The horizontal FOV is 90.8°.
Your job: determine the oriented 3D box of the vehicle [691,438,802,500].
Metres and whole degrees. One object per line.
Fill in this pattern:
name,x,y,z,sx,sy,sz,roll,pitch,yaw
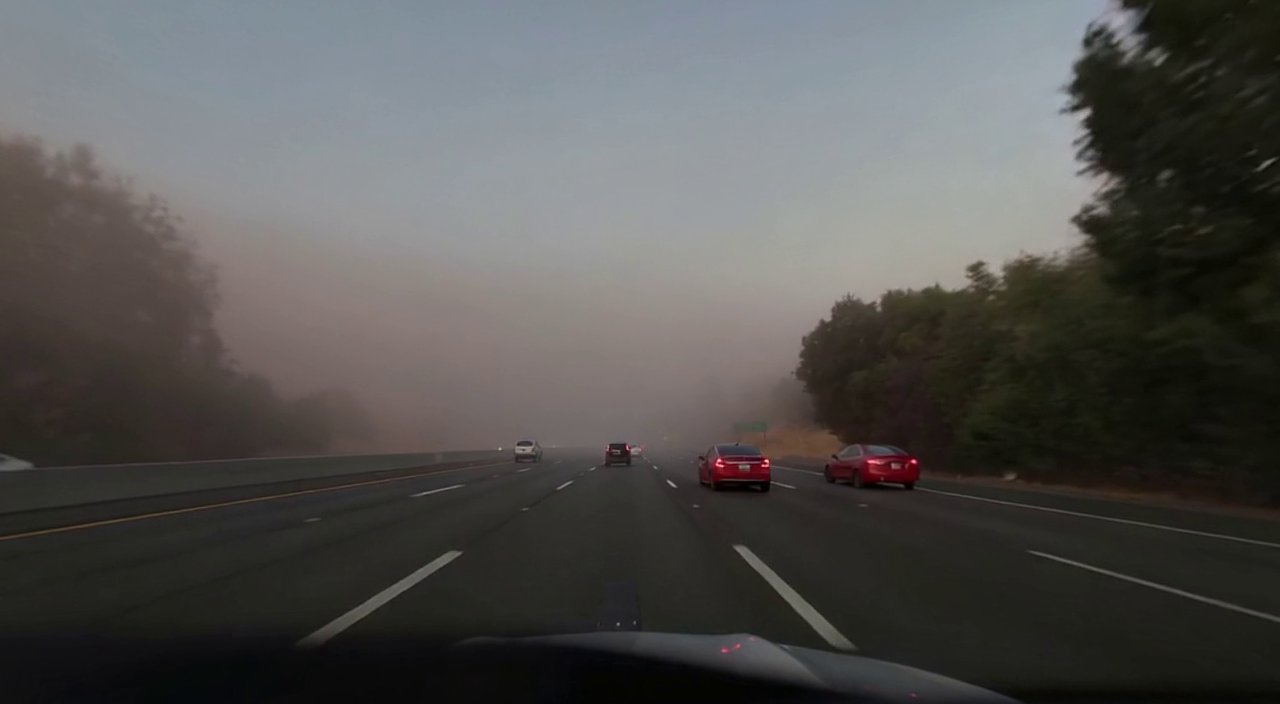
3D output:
vehicle,2.800,3.212,17.844,2.120,1.492,4.734,0,-8,-3

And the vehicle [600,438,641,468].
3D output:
vehicle,-1.152,6.016,37.768,2.277,1.675,4.023,0,-8,-2

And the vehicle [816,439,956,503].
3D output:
vehicle,6.366,3.104,16.968,1.845,1.452,4.352,0,-8,-2
